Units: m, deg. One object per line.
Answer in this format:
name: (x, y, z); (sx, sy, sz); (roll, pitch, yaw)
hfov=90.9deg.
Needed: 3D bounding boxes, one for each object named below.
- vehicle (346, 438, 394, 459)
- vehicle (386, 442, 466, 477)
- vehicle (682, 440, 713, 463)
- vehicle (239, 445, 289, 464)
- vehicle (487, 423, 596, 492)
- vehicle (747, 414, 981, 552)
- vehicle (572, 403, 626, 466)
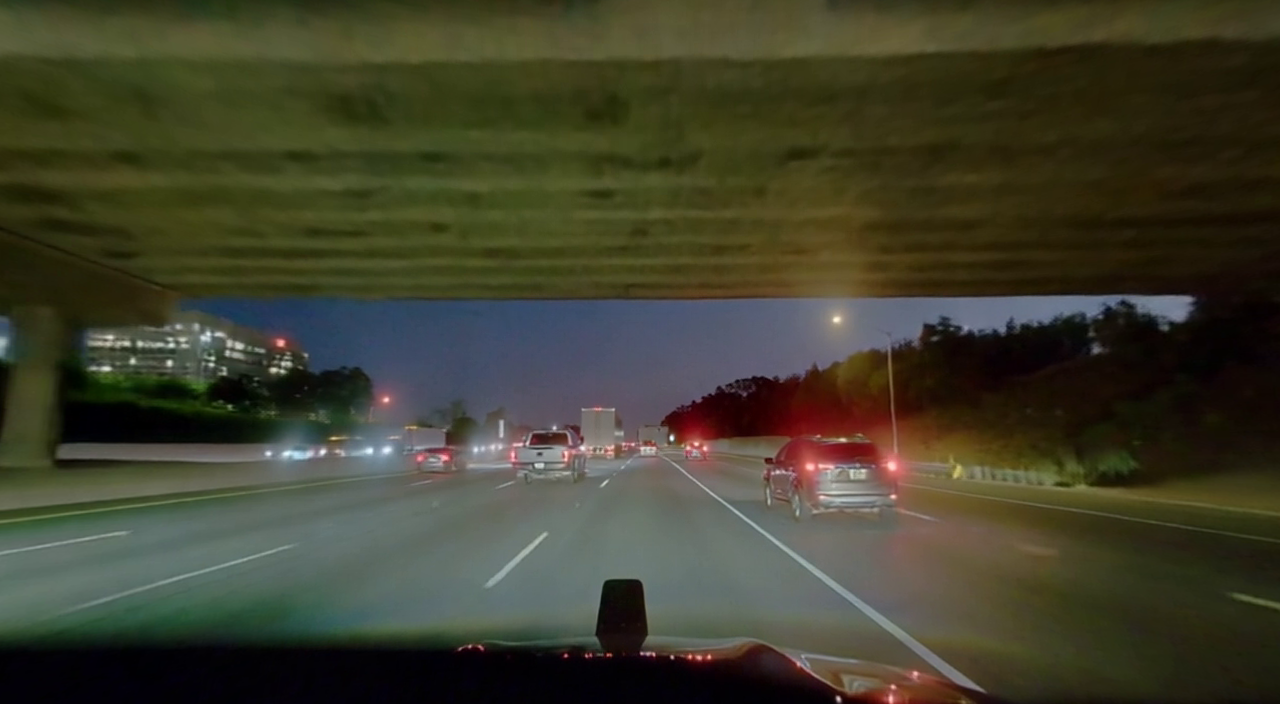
vehicle: (-21.226, 7.611, 49.786); (2.145, 1.512, 3.656); (0, -8, 0)
vehicle: (-9.857, 4.974, 29.512); (1.981, 1.495, 4.834); (0, -8, 1)
vehicle: (4.400, 7.667, 48.863); (2.026, 1.661, 3.865); (0, -8, -1)
vehicle: (-28.484, 7.755, 47.865); (1.496, 1.368, 3.456); (-1, -9, 3)
vehicle: (-3.141, 3.602, 22.010); (2.645, 2.023, 6.491); (0, -8, 1)
vehicle: (3.103, 1.913, 9.903); (2.028, 1.658, 4.334); (0, -8, -1)
vehicle: (-2.869, 6.583, 49.378); (2.869, 4.108, 15.564); (0, -8, 1)
